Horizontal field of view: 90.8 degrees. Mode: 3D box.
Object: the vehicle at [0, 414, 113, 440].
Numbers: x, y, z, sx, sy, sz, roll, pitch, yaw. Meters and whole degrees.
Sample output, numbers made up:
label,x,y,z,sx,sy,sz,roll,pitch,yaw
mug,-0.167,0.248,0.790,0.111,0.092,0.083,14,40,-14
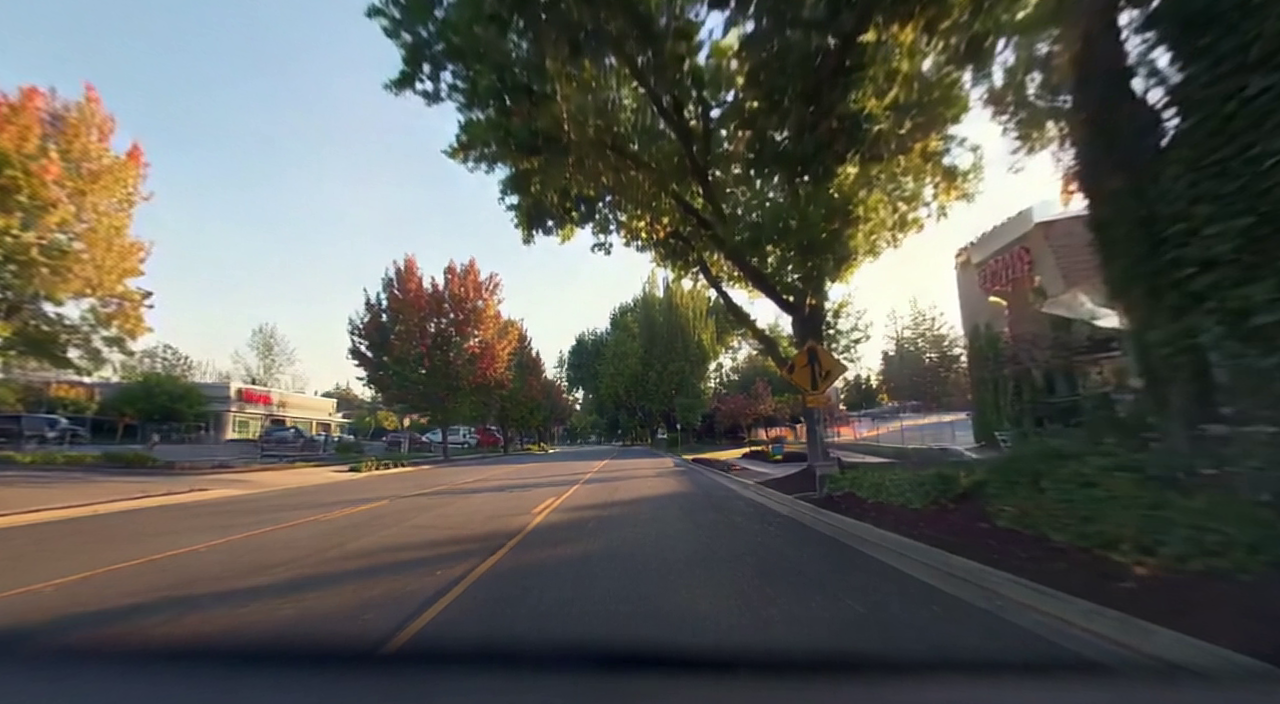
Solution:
label,x,y,z,sx,sy,sz,roll,pitch,yaw
vehicle,-38.066,4.948,41.389,5.205,1.525,1.769,8,-11,-41
